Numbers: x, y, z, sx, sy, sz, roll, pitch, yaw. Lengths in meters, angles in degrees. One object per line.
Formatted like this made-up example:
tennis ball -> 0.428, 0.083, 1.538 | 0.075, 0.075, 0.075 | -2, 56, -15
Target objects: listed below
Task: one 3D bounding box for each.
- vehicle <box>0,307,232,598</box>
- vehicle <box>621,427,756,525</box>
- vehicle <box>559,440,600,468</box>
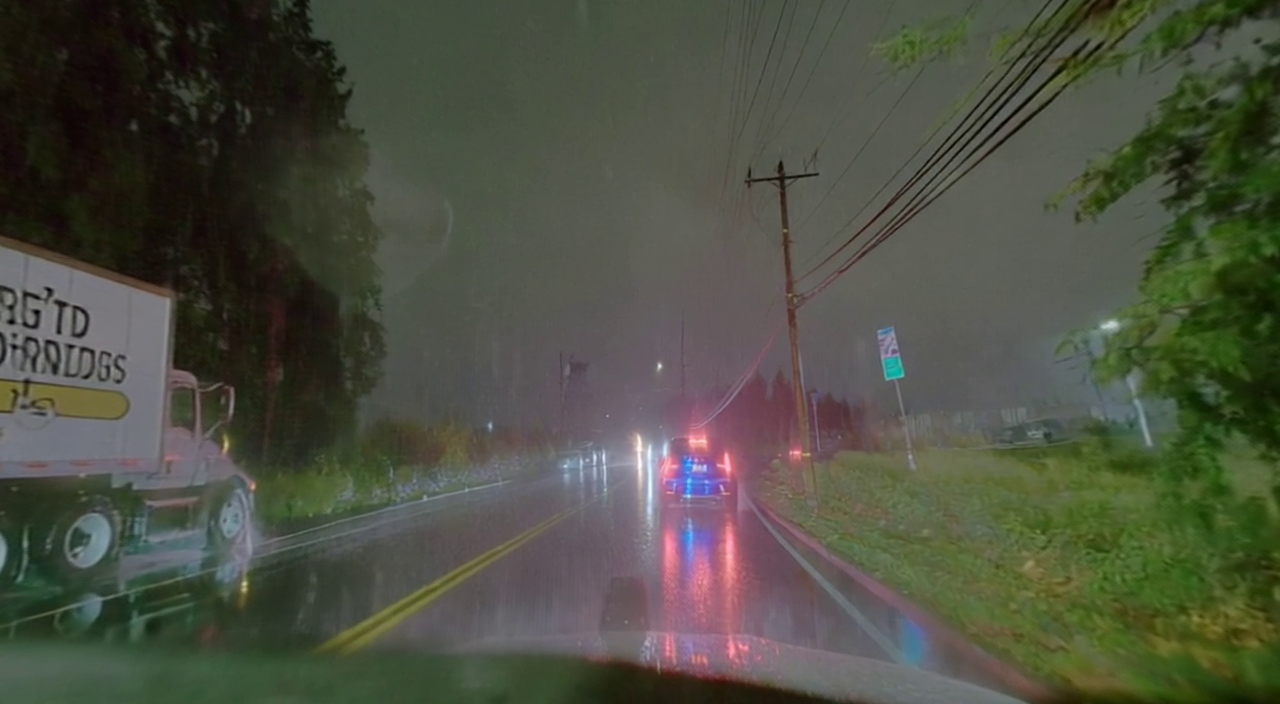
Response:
vehicle -> -8.547, 1.172, 6.188 | 3.395, 3.071, 7.634 | -7, -6, 6
vehicle -> 0.787, 2.207, 11.730 | 2.081, 1.503, 3.726 | 0, -8, 1
vehicle -> -4.824, 7.991, 49.629 | 2.668, 1.981, 5.575 | 2, -9, -11
